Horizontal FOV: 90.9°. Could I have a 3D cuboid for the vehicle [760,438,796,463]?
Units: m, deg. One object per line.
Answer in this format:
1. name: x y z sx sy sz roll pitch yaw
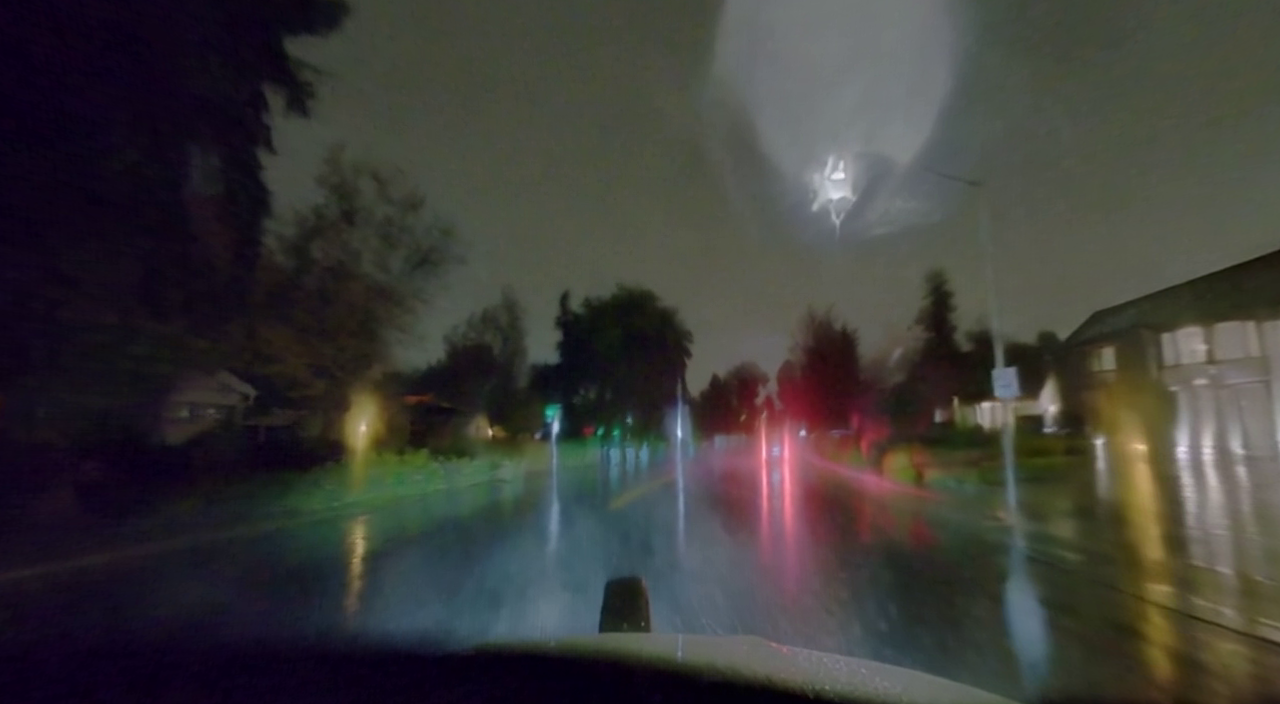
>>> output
1. vehicle: 8.755 6.271 40.239 2.129 1.490 4.369 -2 -9 11
